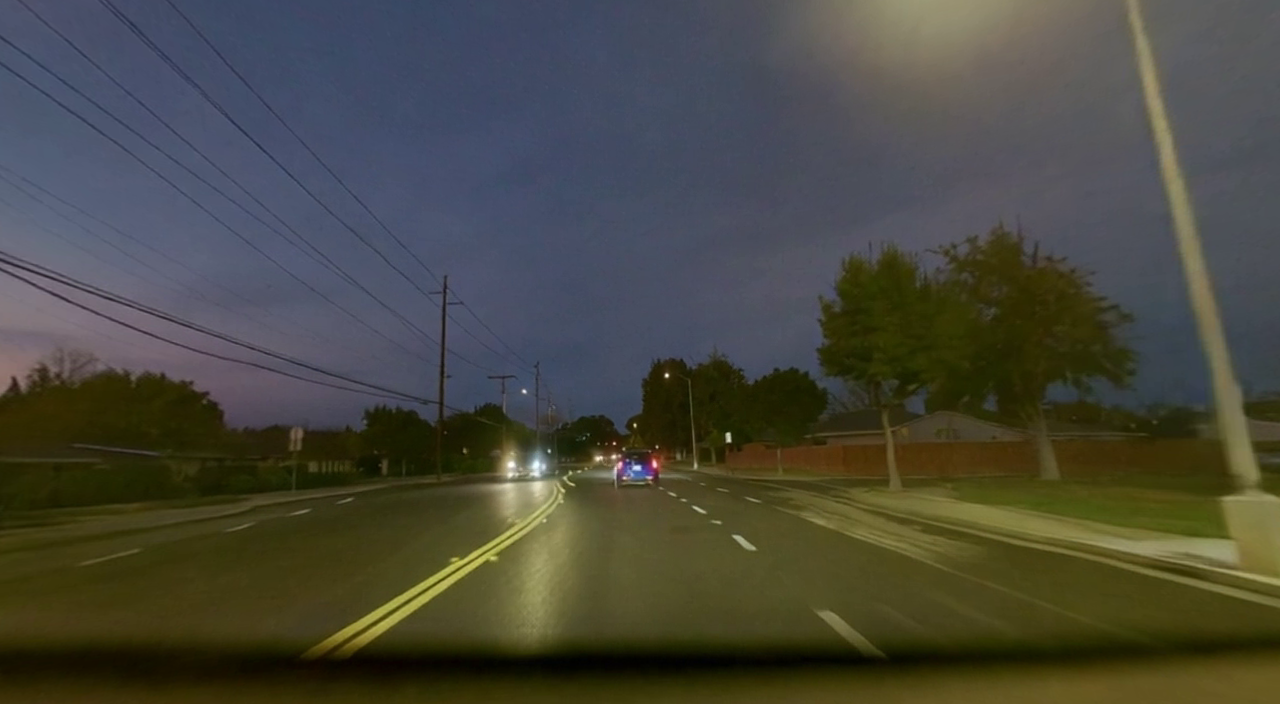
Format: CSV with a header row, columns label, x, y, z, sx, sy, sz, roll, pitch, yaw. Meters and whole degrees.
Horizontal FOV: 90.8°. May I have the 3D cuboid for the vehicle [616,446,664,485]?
label,x,y,z,sx,sy,sz,roll,pitch,yaw
vehicle,-0.062,5.292,29.841,2.139,1.699,3.916,0,-8,-2

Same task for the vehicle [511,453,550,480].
label,x,y,z,sx,sy,sz,roll,pitch,yaw
vehicle,-7.515,7.908,43.808,2.046,1.730,4.310,0,-8,-1

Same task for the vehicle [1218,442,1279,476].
label,x,y,z,sx,sy,sz,roll,pitch,yaw
vehicle,36.040,6.046,35.892,4.461,1.828,2.165,1,-8,-6
